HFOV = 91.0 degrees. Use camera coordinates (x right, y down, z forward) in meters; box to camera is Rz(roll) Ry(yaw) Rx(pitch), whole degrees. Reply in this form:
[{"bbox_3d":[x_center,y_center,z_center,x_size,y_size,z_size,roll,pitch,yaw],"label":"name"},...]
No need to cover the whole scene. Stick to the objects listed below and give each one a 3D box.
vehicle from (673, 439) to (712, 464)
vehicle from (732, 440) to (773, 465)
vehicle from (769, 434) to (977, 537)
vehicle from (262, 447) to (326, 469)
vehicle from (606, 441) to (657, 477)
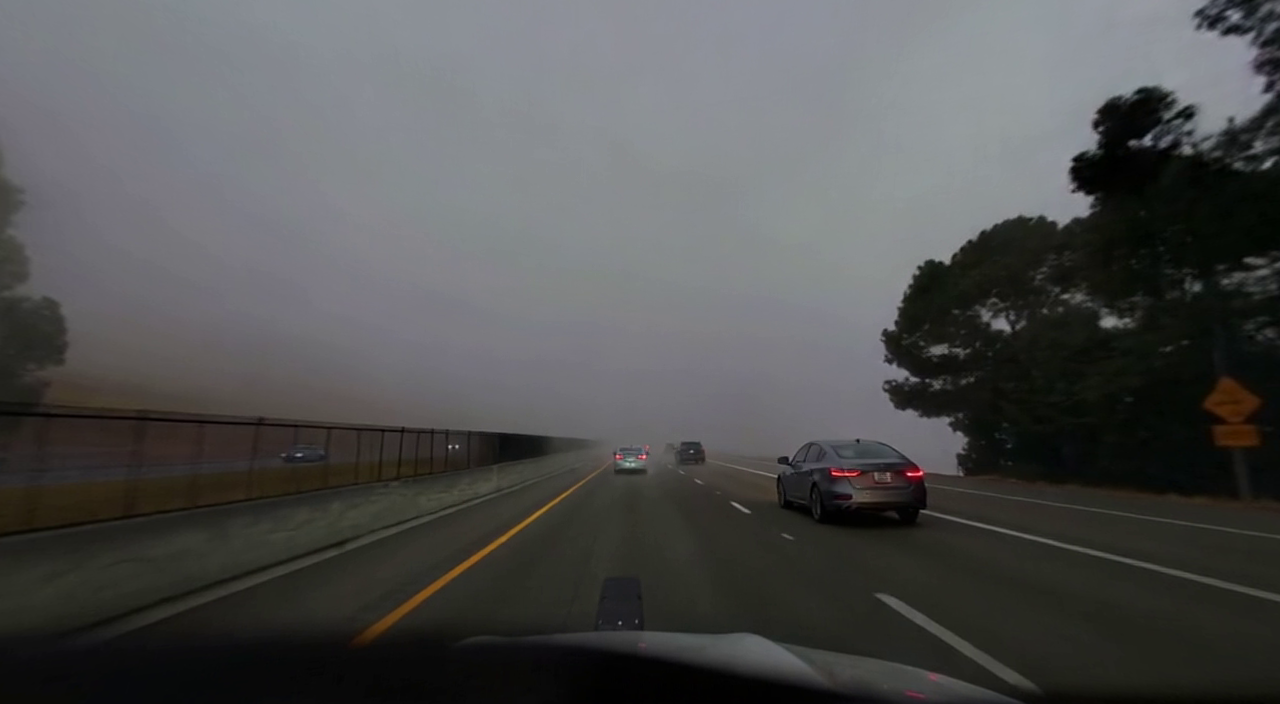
[{"bbox_3d":[3.780,7.317,46.201,2.436,1.704,4.694,0,-9,0],"label":"vehicle"},{"bbox_3d":[7.719,6.936,43.577,1.996,1.637,3.990,0,-9,-1],"label":"vehicle"},{"bbox_3d":[3.734,2.212,11.055,1.957,1.447,4.241,0,-9,-1],"label":"vehicle"},{"bbox_3d":[-24.532,7.518,44.863,2.008,1.459,4.528,0,-9,0],"label":"vehicle"},{"bbox_3d":[-0.359,4.663,27.573,2.085,1.449,3.860,0,-9,0],"label":"vehicle"}]
